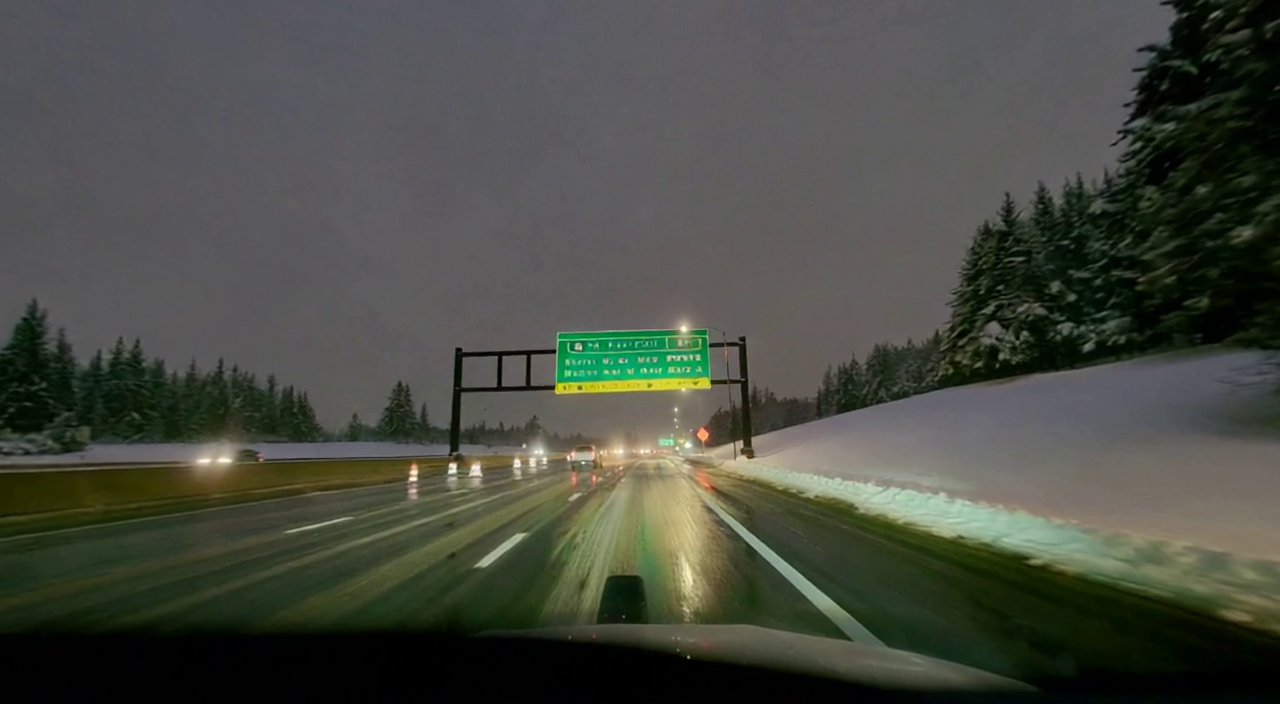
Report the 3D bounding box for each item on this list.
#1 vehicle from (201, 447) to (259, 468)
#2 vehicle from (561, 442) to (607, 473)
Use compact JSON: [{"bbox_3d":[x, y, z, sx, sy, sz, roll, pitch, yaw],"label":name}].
[{"bbox_3d":[-27.490,7.067,42.164,1.532,1.374,3.384,0,-8,0],"label":"vehicle"},{"bbox_3d":[-3.056,5.852,34.987,2.078,1.629,4.059,0,-8,1],"label":"vehicle"}]
